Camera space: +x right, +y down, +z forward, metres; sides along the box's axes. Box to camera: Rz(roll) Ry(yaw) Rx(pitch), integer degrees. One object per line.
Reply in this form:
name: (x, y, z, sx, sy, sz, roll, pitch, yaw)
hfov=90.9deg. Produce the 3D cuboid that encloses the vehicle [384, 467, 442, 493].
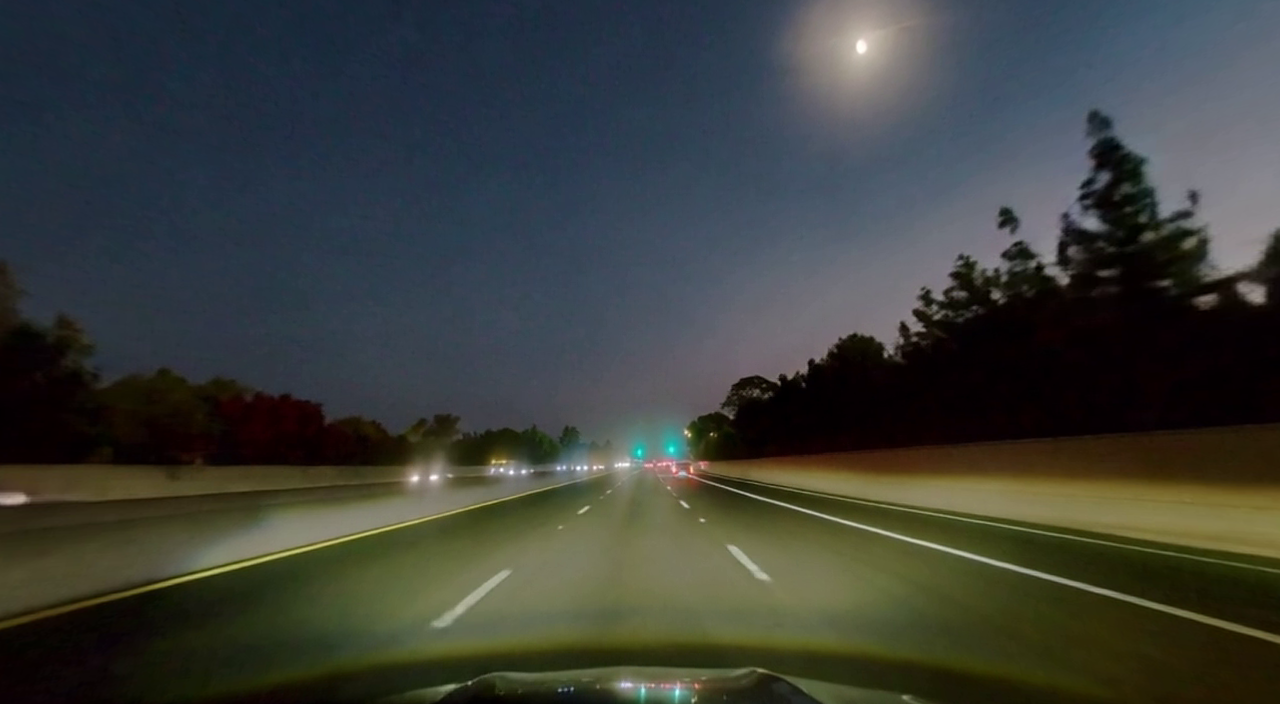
vehicle: (-14.389, 8.140, 40.209, 1.903, 1.514, 4.696, 1, -10, 0)
